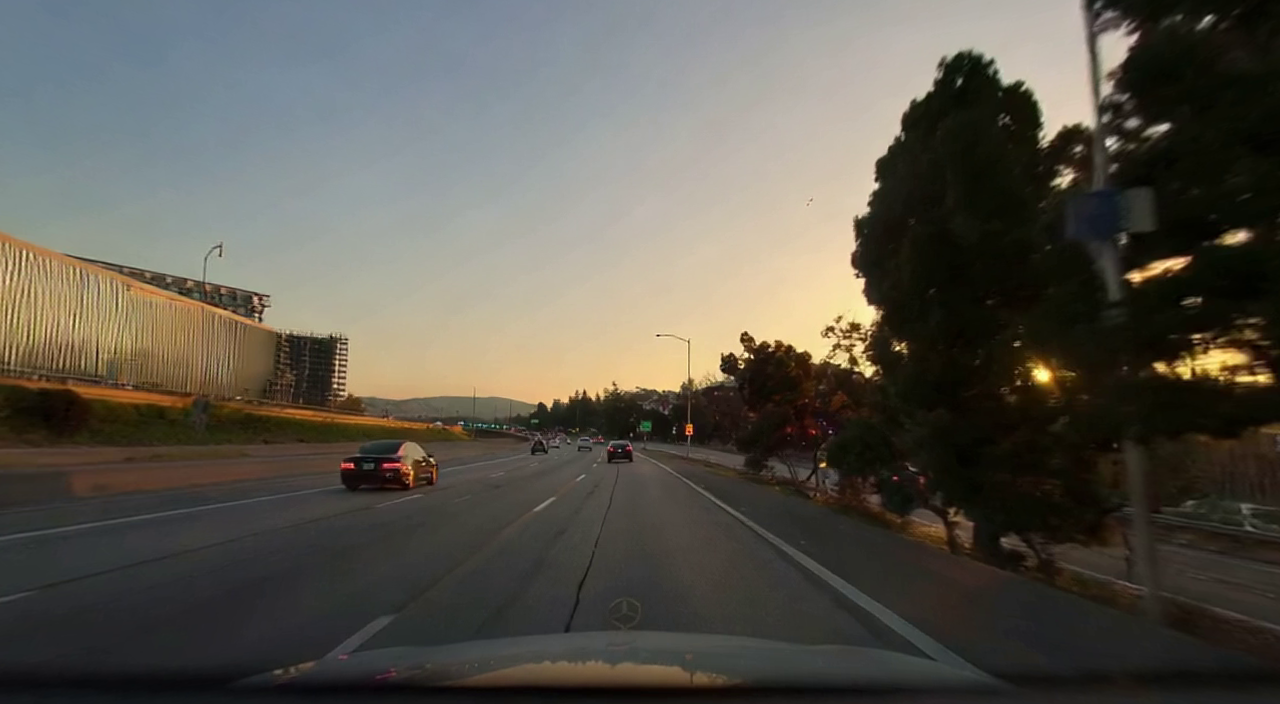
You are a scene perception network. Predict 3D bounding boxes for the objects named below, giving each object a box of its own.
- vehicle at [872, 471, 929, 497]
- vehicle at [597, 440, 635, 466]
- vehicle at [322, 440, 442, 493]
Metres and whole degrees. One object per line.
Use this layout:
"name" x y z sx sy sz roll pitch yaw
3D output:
"vehicle" 20.432 10.361 49.720 2.023 1.782 4.193 2 -9 -13
"vehicle" -1.317 5.759 36.142 2.038 1.414 4.357 0 -9 -1
"vehicle" -7.885 3.520 19.822 2.009 1.454 4.250 0 -9 -1
